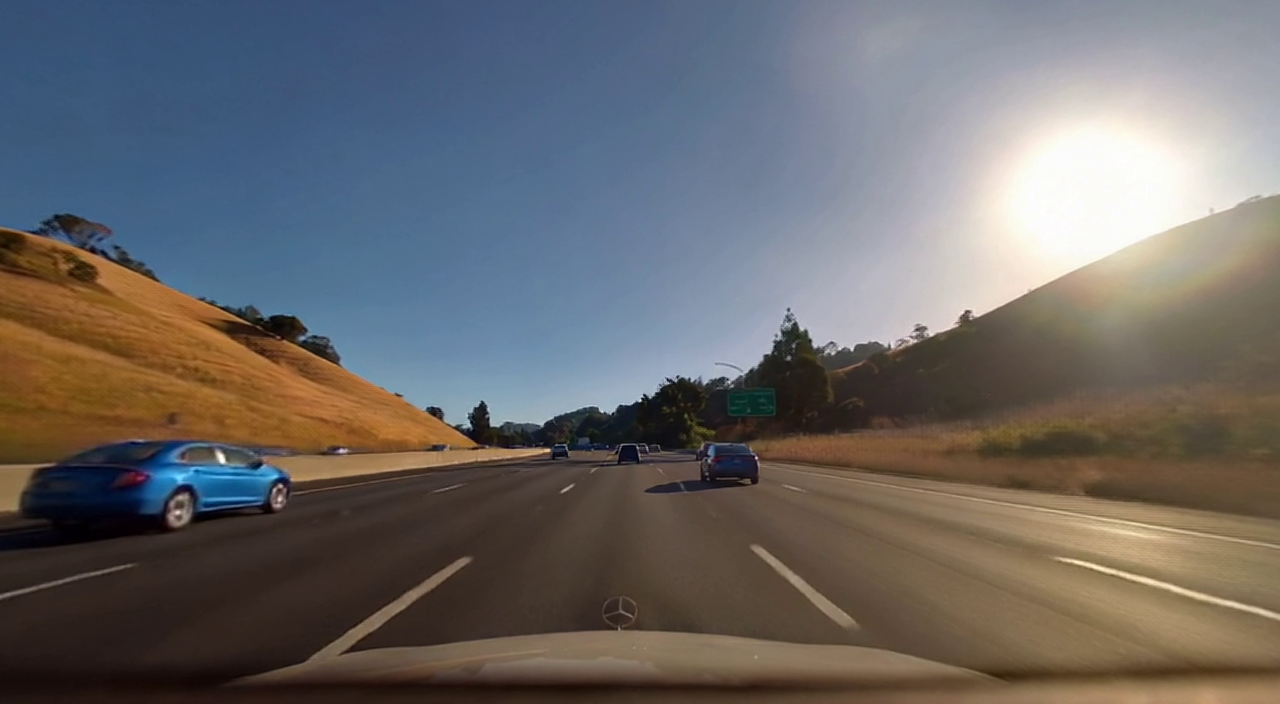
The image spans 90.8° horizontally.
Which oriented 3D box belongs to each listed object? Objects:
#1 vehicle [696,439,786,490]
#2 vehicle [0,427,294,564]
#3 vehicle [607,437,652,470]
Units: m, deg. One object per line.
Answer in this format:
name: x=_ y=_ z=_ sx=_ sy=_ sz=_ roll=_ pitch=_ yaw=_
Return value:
vehicle: x=3.233 y=3.710 z=21.262 sx=2.120 sy=1.492 sz=4.734 roll=0 pitch=-8 yaw=-1
vehicle: x=-7.504 y=1.951 z=9.472 sx=1.922 sy=1.508 sz=4.816 roll=0 pitch=-8 yaw=0
vehicle: x=-0.543 y=5.491 z=34.248 sx=2.277 sy=1.675 sz=4.023 roll=0 pitch=-8 yaw=-1
